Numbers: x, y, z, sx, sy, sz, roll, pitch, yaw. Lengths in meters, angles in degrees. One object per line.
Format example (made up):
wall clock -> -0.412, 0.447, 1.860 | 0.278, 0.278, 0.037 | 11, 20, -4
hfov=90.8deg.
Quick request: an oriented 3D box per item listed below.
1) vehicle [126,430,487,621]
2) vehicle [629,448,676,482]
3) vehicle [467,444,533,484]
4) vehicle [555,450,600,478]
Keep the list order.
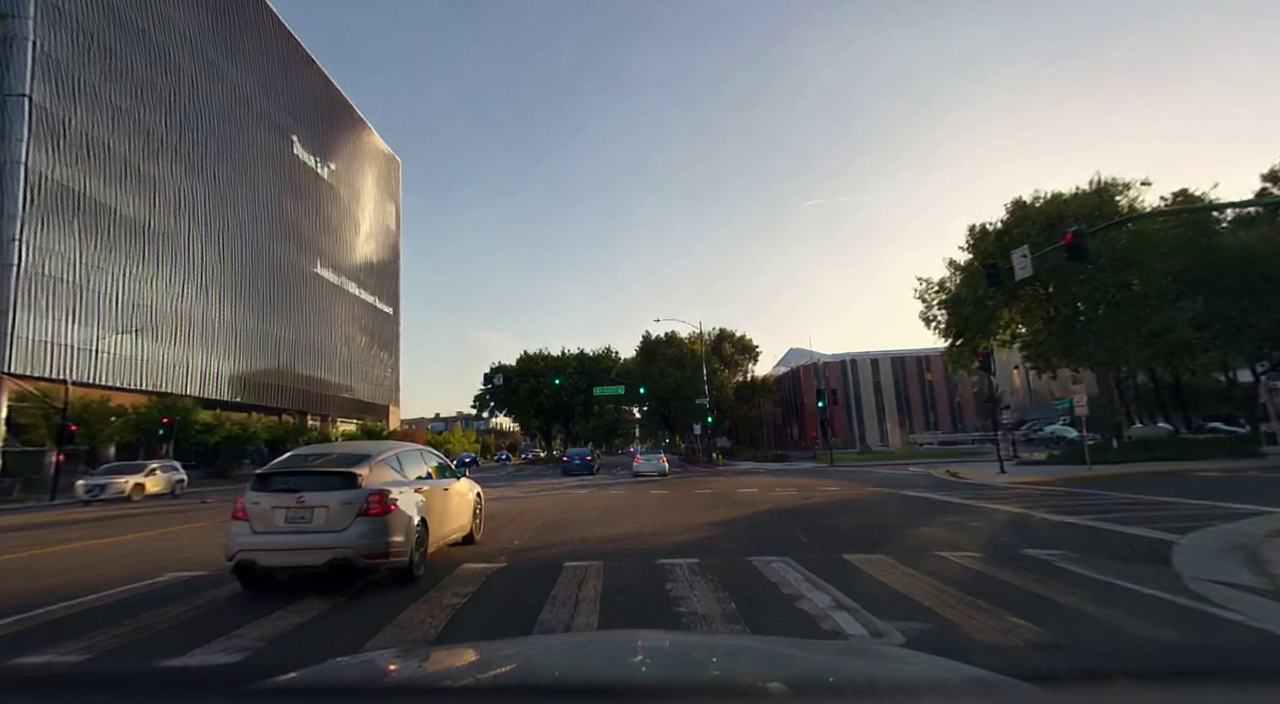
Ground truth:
vehicle -> -3.201, 1.704, 7.137 | 1.983, 1.545, 3.773 | 0, -8, 0
vehicle -> 0.548, 5.429, 30.728 | 2.102, 1.482, 4.125 | 0, -8, 0
vehicle -> -6.873, 5.527, 31.652 | 2.224, 1.821, 4.711 | 0, -8, 0
vehicle -> -3.451, 6.331, 35.898 | 2.088, 1.430, 4.482 | 0, -8, 0
